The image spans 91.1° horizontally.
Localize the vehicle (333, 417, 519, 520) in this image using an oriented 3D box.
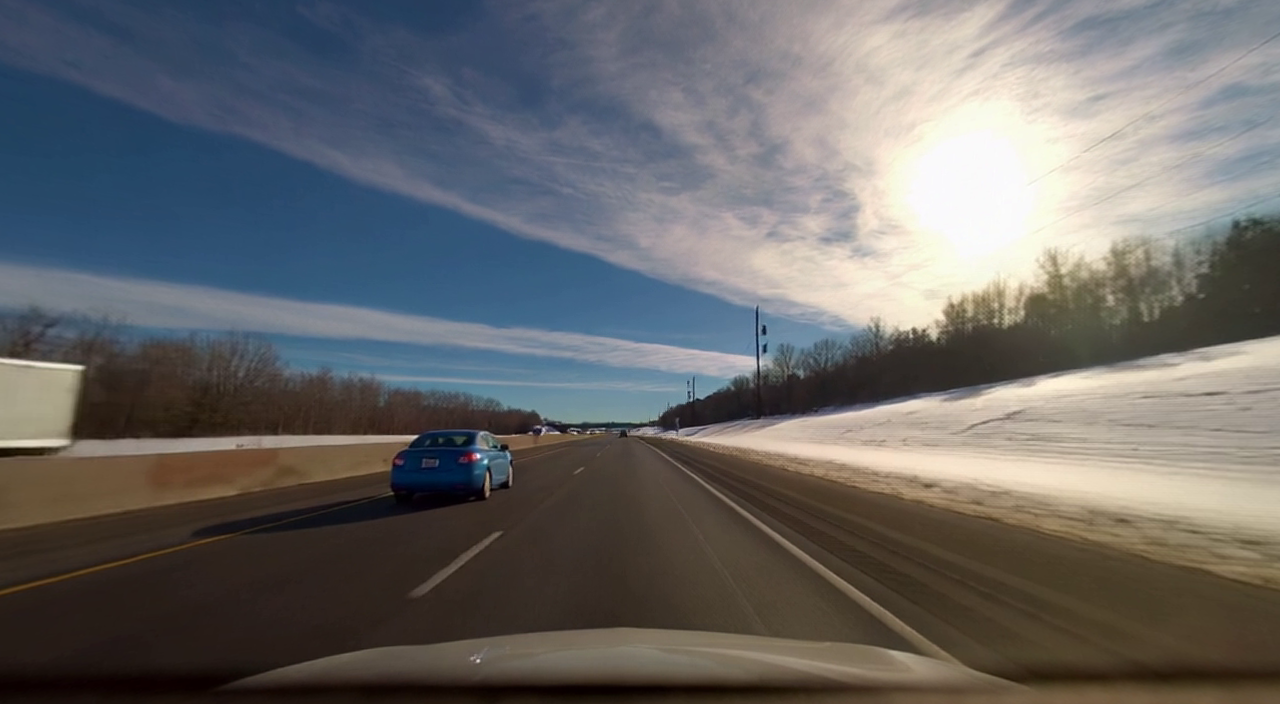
[{"bbox_3d":[-3.606,2.018,11.491,1.999,1.536,3.969,0,-8,0],"label":"vehicle"}]
